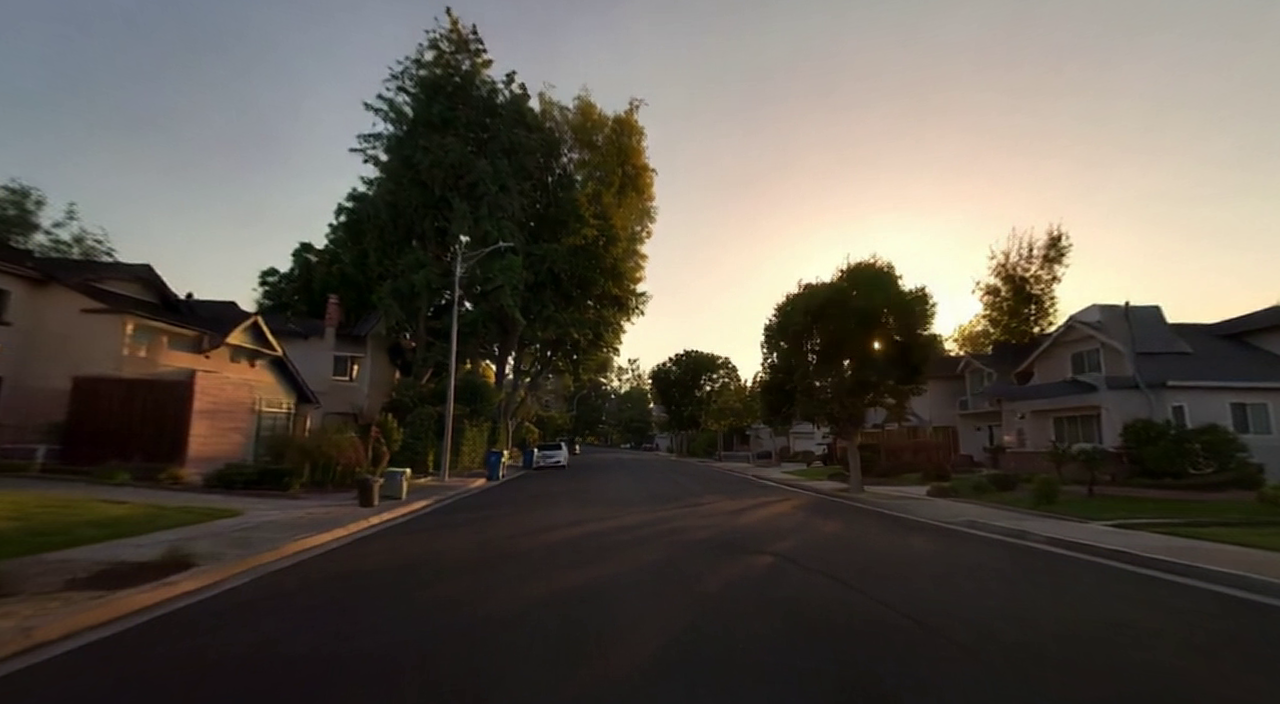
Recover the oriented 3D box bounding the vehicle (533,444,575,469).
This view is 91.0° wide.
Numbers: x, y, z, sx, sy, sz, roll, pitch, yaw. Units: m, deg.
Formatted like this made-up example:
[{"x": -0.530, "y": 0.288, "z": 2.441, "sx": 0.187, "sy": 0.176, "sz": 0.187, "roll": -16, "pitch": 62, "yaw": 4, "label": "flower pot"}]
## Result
[{"x": -5.131, "y": 6.256, "z": 37.940, "sx": 2.017, "sy": 1.397, "sz": 4.004, "roll": 0, "pitch": -8, "yaw": -1, "label": "vehicle"}]
